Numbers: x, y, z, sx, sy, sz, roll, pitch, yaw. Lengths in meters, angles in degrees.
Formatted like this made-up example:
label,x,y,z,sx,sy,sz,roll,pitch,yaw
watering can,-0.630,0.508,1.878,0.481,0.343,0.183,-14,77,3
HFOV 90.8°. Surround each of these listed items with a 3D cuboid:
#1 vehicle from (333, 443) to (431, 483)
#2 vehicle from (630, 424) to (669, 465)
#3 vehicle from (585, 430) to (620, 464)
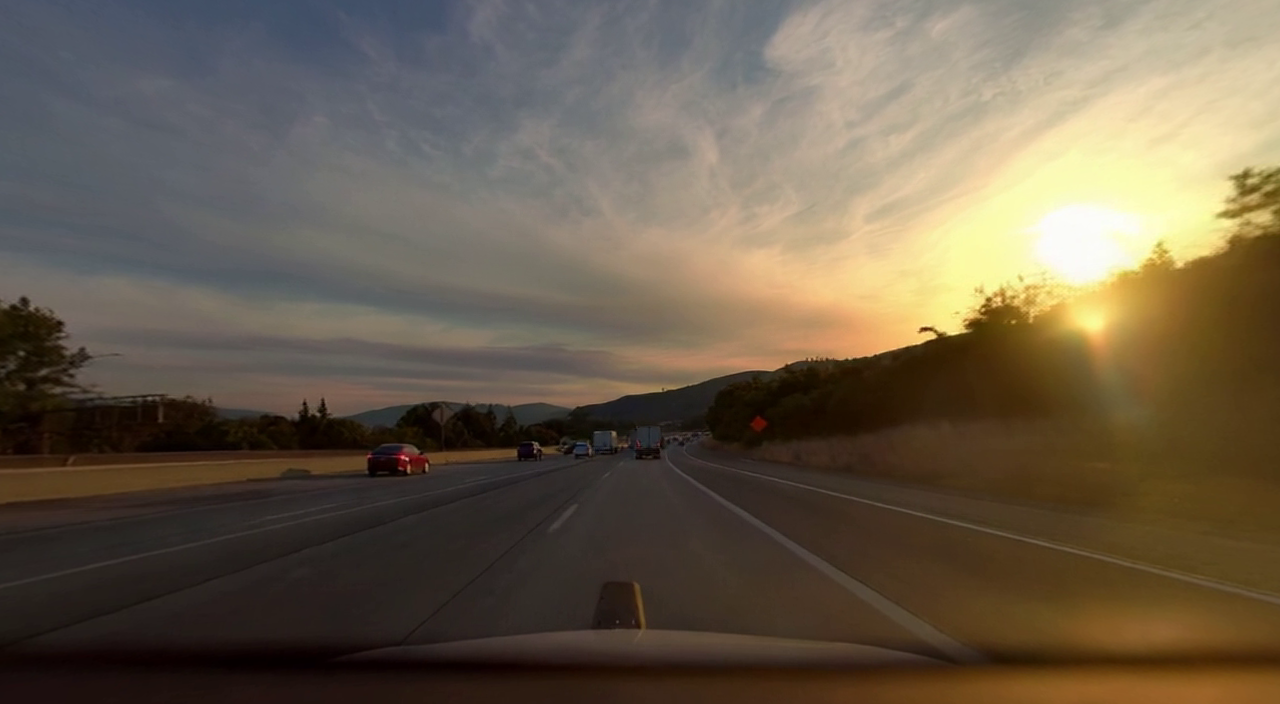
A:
label,x,y,z,sx,sy,sz,roll,pitch,yaw
vehicle,-10.255,4.433,25.590,1.952,1.457,4.689,0,-9,1
vehicle,0.764,7.144,48.945,2.768,2.854,6.757,1,-8,1
vehicle,-2.881,7.500,49.717,2.328,2.519,5.238,0,-9,1
